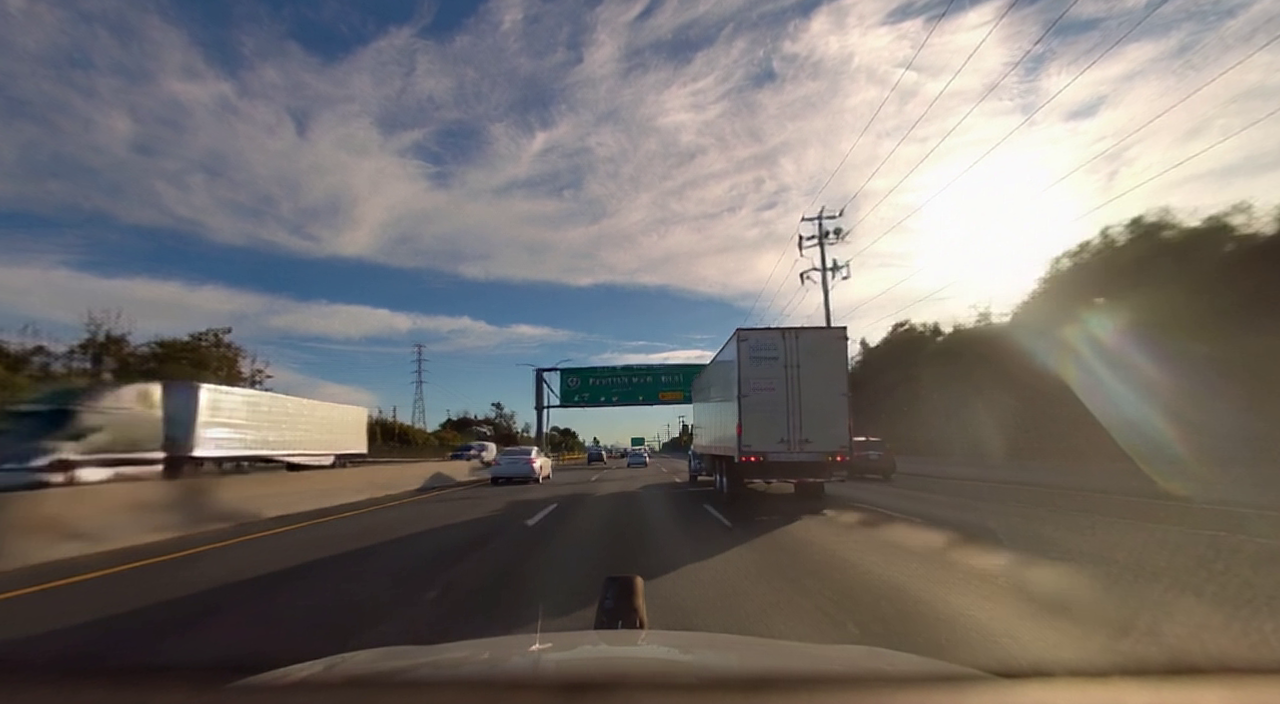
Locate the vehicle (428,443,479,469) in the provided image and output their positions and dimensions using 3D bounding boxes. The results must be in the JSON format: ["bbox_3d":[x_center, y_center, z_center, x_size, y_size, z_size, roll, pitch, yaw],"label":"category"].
[{"bbox_3d":[-11.387,6.360,38.700,1.890,1.546,3.774,0,-8,2],"label":"vehicle"}]

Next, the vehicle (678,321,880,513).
[{"bbox_3d":[3.437,2.539,21.517,2.907,4.109,16.177,0,-8,-1],"label":"vehicle"}]

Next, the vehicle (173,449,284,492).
[{"bbox_3d":[-14.839,4.259,22.921,1.596,1.364,3.442,0,-8,2],"label":"vehicle"}]

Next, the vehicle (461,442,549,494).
[{"bbox_3d":[-4.261,3.700,20.499,1.968,1.507,3.829,0,-8,1],"label":"vehicle"}]

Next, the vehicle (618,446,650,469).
[{"bbox_3d":[-0.353,7.176,42.899,2.047,1.485,3.938,0,-8,1],"label":"vehicle"}]

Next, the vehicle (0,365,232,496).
[{"bbox_3d":[-18.667,2.836,22.154,3.017,3.721,8.231,0,-8,0],"label":"vehicle"}]
